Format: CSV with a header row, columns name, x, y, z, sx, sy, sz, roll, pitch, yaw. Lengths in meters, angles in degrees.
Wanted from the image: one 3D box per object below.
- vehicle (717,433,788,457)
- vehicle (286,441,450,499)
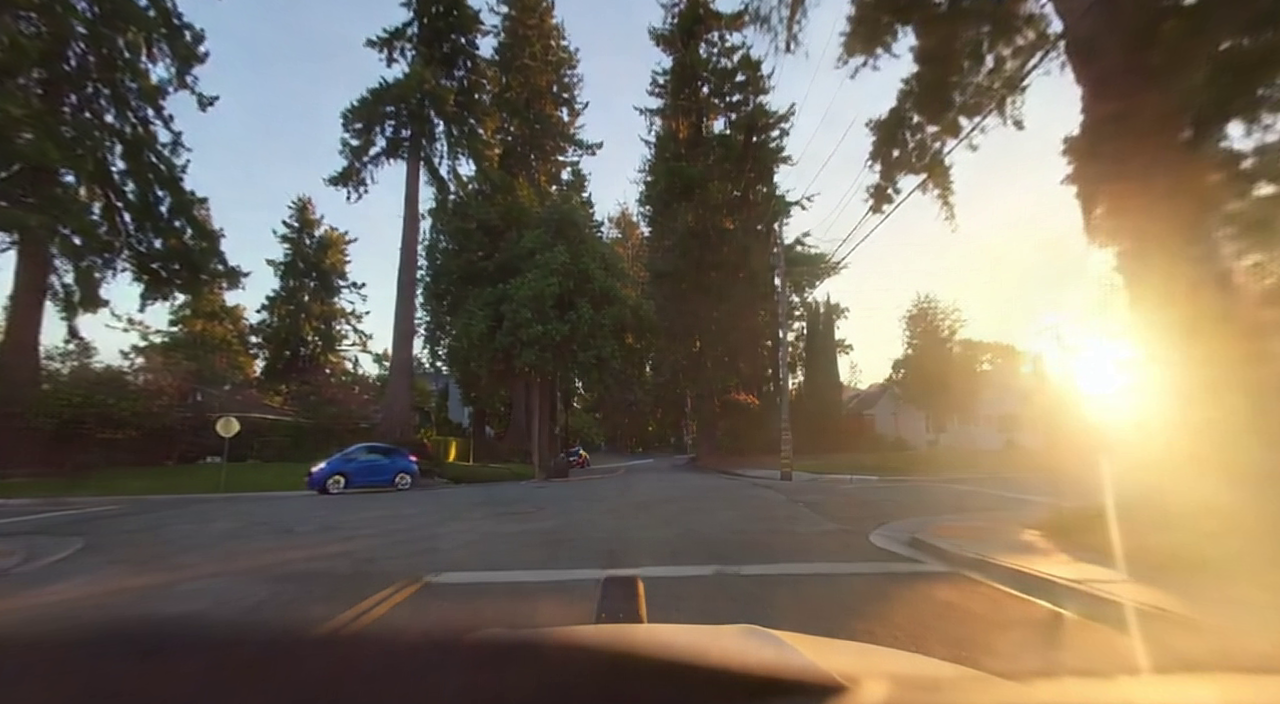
name,x,y,z,sx,sy,sz,roll,pitch,yaw
vehicle,8.215,6.837,46.437,4.784,1.647,1.947,0,-8,-4
vehicle,-8.655,3.727,20.481,1.988,1.596,4.396,-7,-10,37
